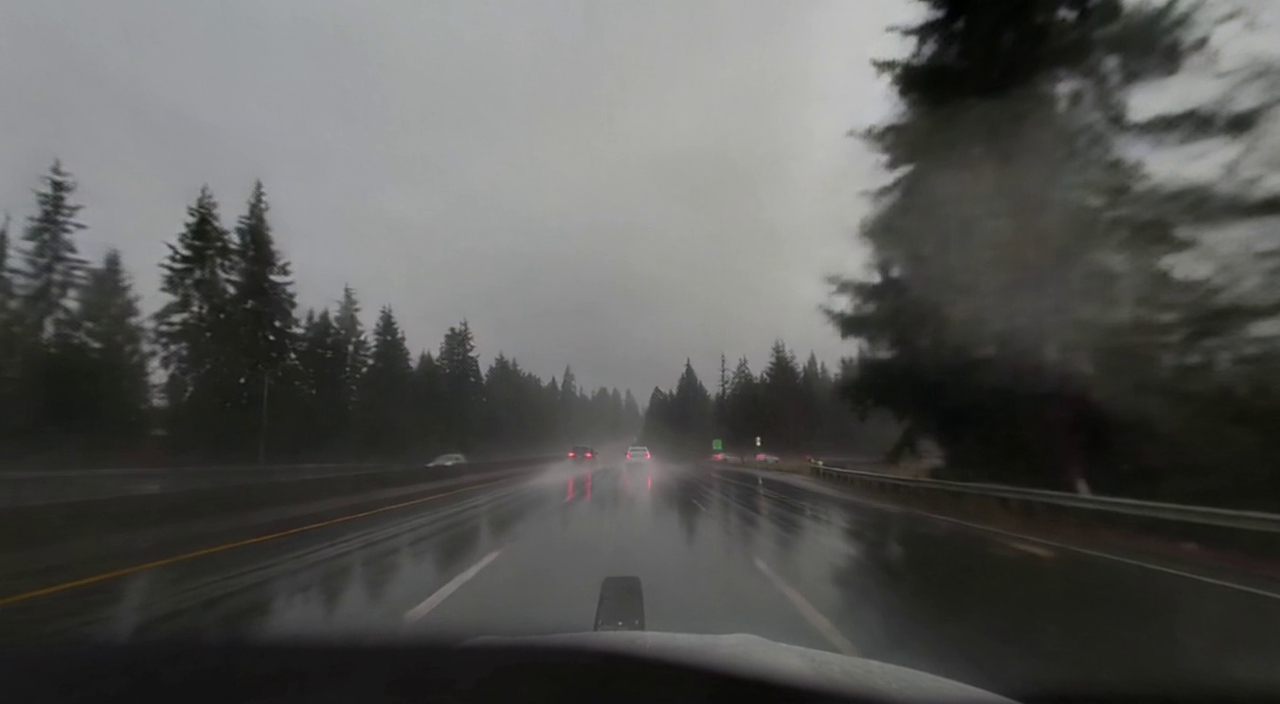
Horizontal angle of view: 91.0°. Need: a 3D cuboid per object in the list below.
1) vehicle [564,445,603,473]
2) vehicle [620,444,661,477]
[{"bbox_3d":[-3.804,7.293,43.132,2.130,1.741,4.665,0,-9,1],"label":"vehicle"},{"bbox_3d":[0.034,5.968,34.771,2.130,1.684,3.826,0,-9,0],"label":"vehicle"}]
